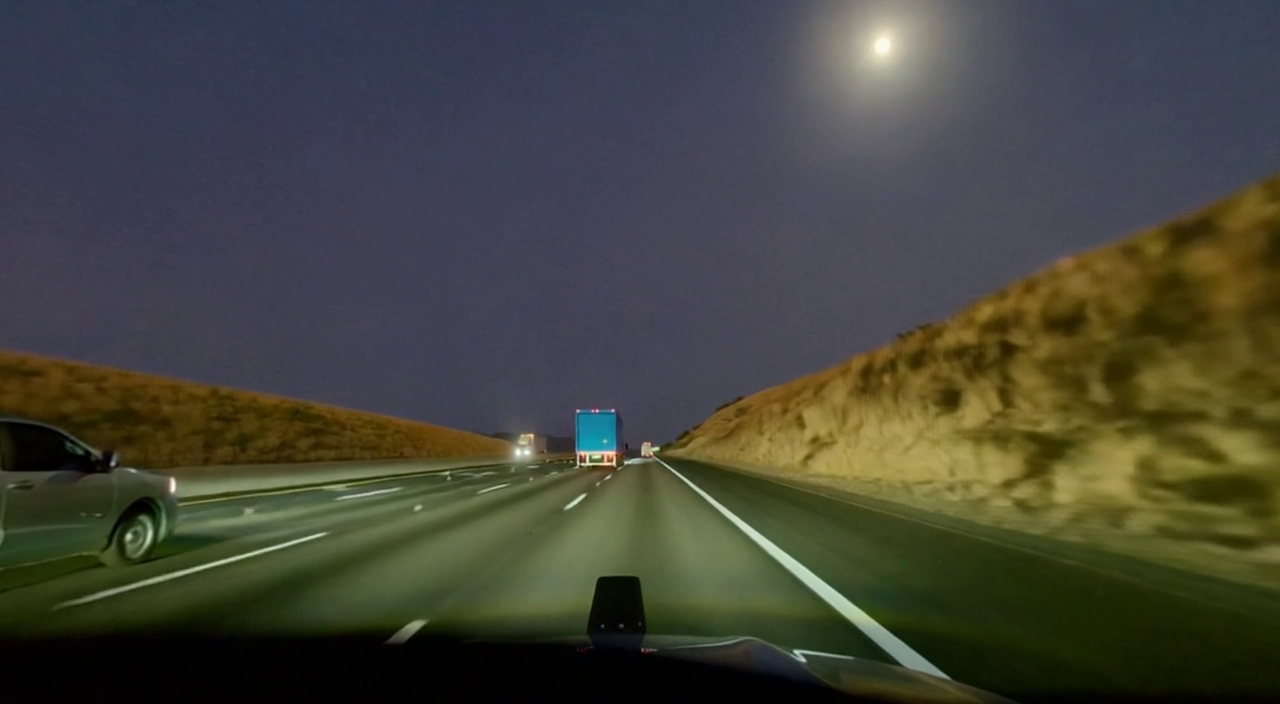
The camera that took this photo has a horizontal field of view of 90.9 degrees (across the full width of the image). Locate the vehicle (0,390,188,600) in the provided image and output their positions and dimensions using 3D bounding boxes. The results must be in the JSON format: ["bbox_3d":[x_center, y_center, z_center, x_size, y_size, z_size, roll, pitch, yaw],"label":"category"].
[{"bbox_3d":[-6.800,1.219,5.224,2.175,1.860,5.236,0,-8,1],"label":"vehicle"}]
